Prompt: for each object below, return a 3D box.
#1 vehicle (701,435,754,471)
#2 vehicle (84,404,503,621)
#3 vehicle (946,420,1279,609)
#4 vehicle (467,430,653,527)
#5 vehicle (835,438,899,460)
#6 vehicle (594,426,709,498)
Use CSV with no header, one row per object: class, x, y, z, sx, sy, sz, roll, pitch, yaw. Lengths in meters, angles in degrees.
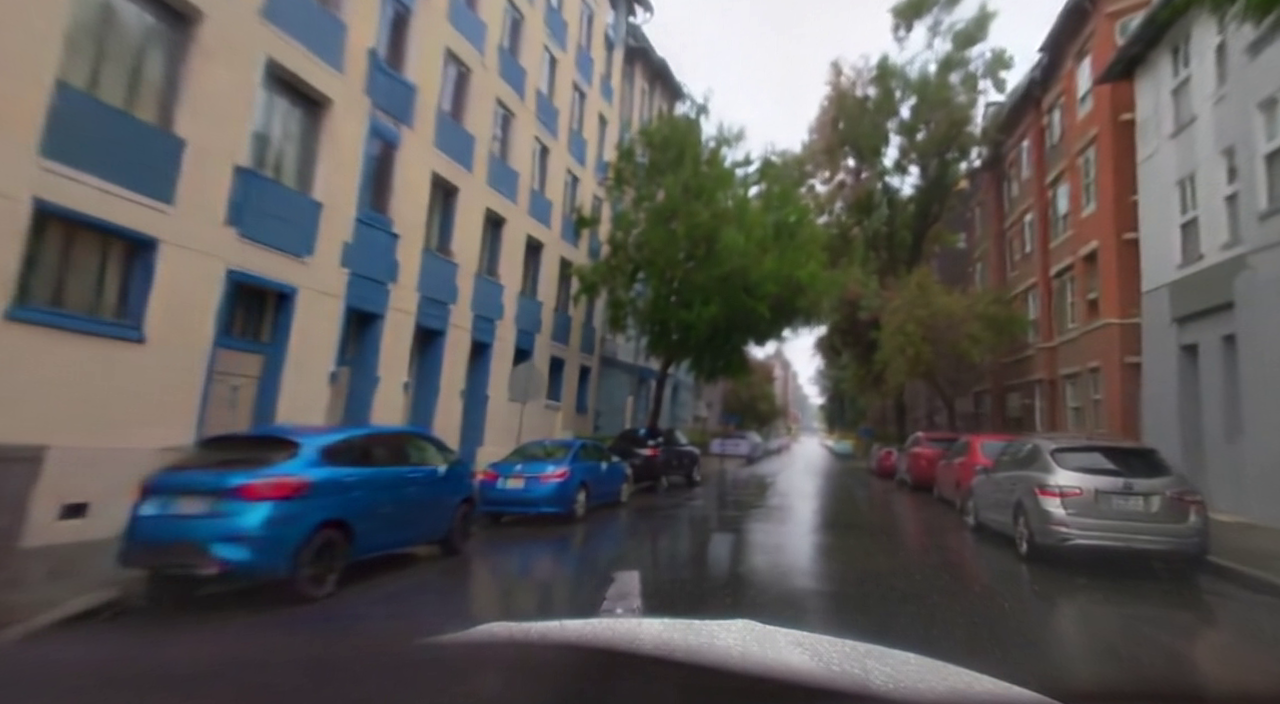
vehicle,4.054,4.553,28.694,1.840,1.493,3.761,-2,-8,17
vehicle,-3.001,1.377,6.345,1.719,1.519,3.414,-2,-8,15
vehicle,5.278,1.706,7.737,1.883,1.615,4.234,-2,-8,15
vehicle,-1.221,2.206,11.764,1.830,1.427,4.294,-2,-8,17
vehicle,15.799,6.756,43.817,3.657,1.475,1.930,1,-8,-3
vehicle,0.467,2.821,16.747,1.942,1.629,4.302,-2,-8,17
